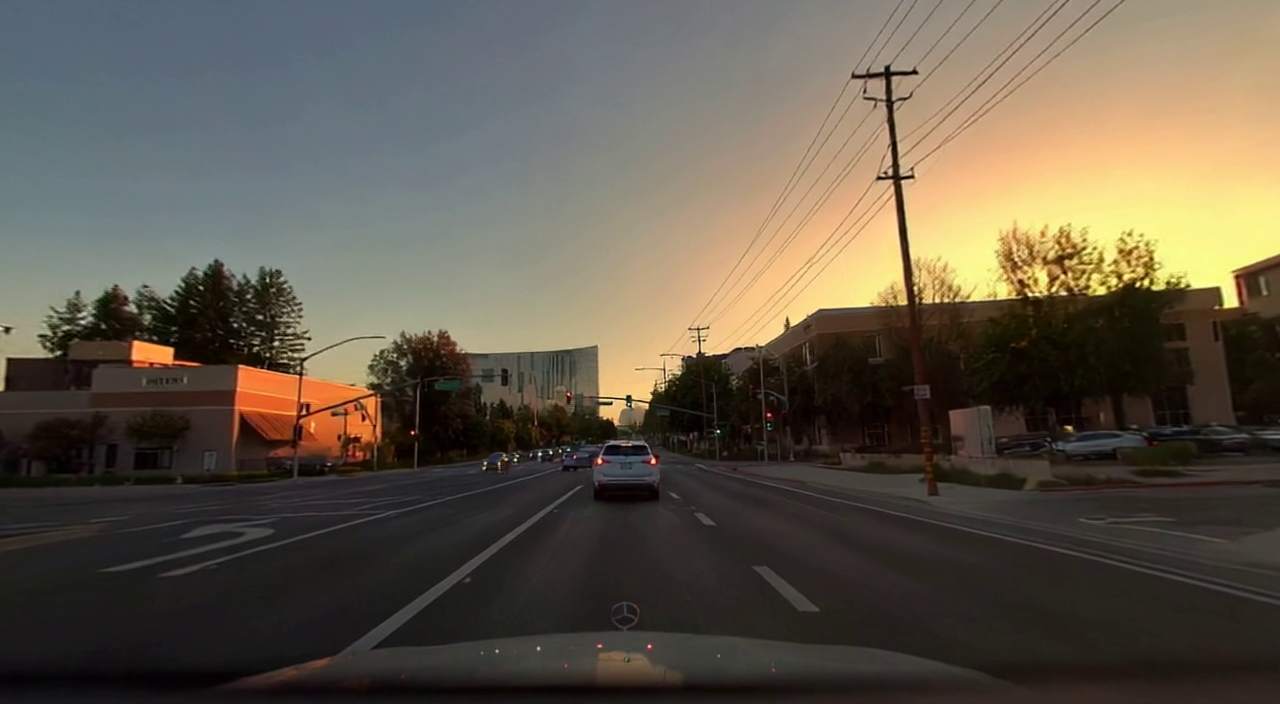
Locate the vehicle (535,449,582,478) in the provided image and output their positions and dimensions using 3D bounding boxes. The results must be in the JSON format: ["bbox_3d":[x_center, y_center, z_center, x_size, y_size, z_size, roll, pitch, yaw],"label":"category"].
[{"bbox_3d":[-4.338,6.027,34.455,2.075,1.474,4.367,0,-8,-1],"label":"vehicle"}]

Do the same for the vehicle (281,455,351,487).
[{"bbox_3d":[-19.387,7.097,38.070,1.986,1.704,4.546,0,-8,-3],"label":"vehicle"}]

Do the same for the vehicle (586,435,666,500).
[{"bbox_3d":[-0.437,3.501,19.516,2.188,1.782,3.982,0,-8,-1],"label":"vehicle"}]
